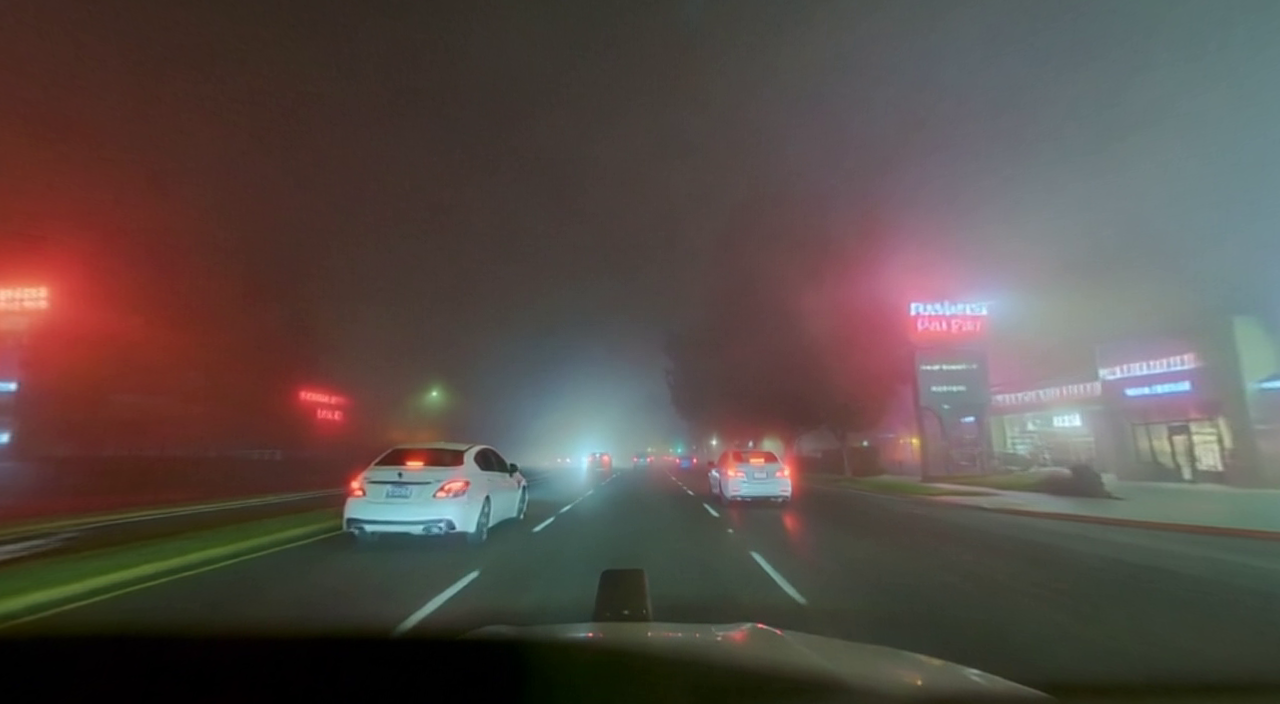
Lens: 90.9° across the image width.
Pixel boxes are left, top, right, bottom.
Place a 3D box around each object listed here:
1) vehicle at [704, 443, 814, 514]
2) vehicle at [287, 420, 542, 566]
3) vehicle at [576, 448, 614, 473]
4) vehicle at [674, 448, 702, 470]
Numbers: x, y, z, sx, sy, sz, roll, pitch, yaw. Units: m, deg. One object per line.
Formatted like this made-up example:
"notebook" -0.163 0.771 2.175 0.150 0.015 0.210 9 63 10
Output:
"vehicle" 2.810 3.066 15.831 1.946 1.513 4.133 0 -8 0
"vehicle" -2.979 1.993 9.785 2.032 1.639 5.037 0 -8 1
"vehicle" -2.840 6.952 40.572 2.040 1.471 4.211 -1 -8 2
"vehicle" 3.639 8.216 48.503 1.931 1.552 4.125 0 -8 1
